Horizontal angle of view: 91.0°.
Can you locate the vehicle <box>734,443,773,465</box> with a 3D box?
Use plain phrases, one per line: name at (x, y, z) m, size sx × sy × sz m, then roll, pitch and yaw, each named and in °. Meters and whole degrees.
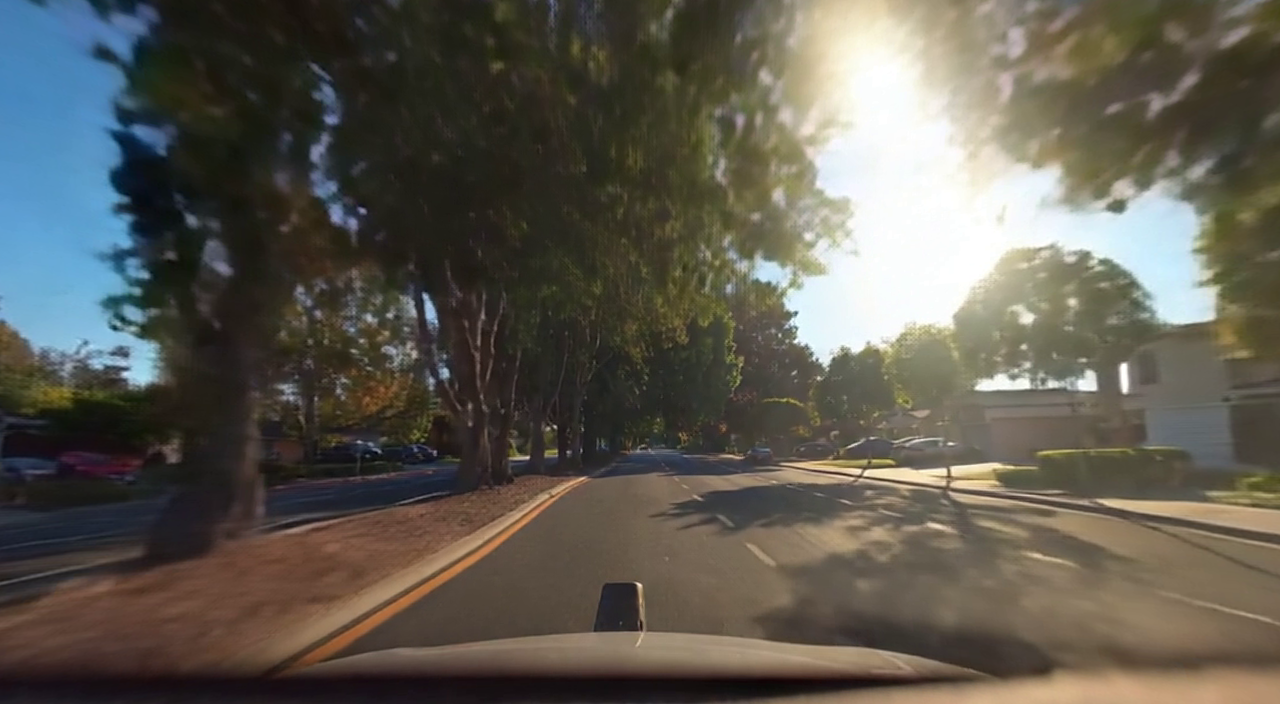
vehicle at (8.625, 7.771, 48.104) m, size 1.940 × 1.516 × 4.319 m, roll 0°, pitch -9°, yaw -3°
